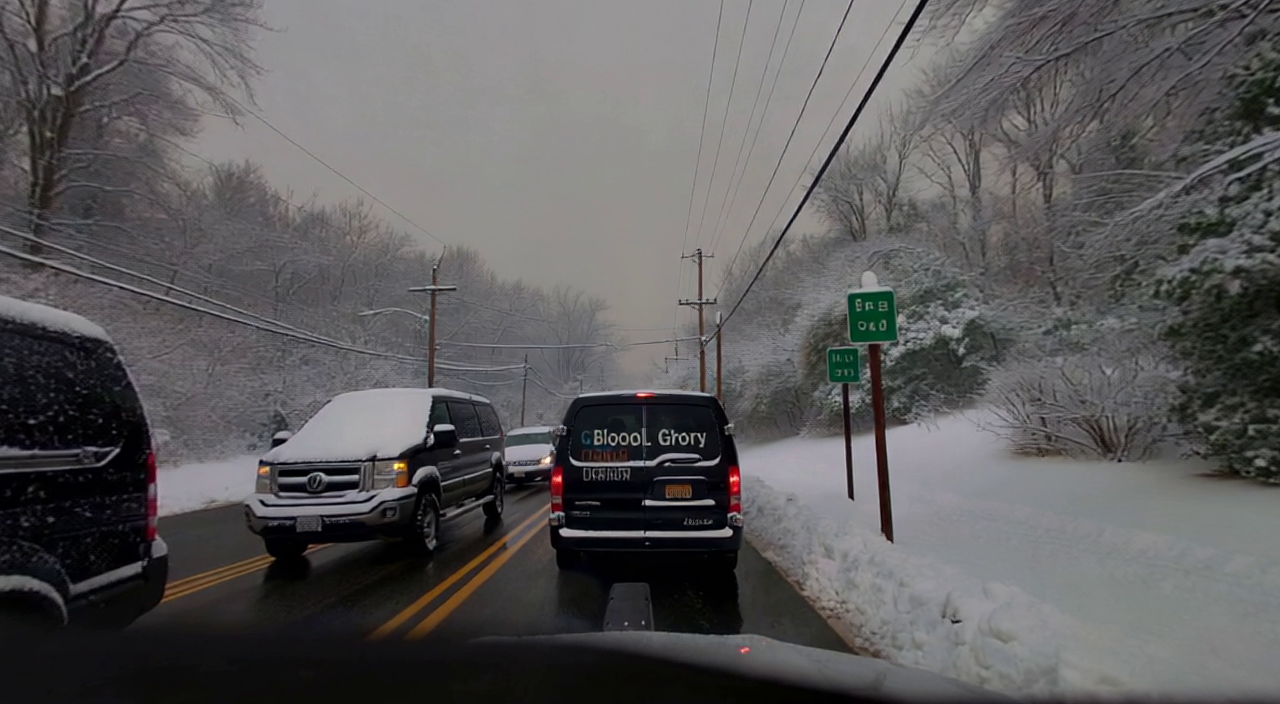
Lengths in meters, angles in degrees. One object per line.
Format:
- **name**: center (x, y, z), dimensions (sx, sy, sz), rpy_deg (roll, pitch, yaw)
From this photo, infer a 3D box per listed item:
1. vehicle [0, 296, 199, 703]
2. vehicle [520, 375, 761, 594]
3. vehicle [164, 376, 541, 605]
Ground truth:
- **vehicle**: center (-3.110, 0.484, 0.240), dimensions (2.160, 1.796, 4.997), rpy_deg (0, -8, 1)
- **vehicle**: center (0.110, 1.468, 7.688), dimensions (2.117, 1.911, 4.095), rpy_deg (-1, -8, 3)
- **vehicle**: center (-2.752, 1.481, 7.619), dimensions (2.109, 1.851, 4.749), rpy_deg (-1, -8, 3)
